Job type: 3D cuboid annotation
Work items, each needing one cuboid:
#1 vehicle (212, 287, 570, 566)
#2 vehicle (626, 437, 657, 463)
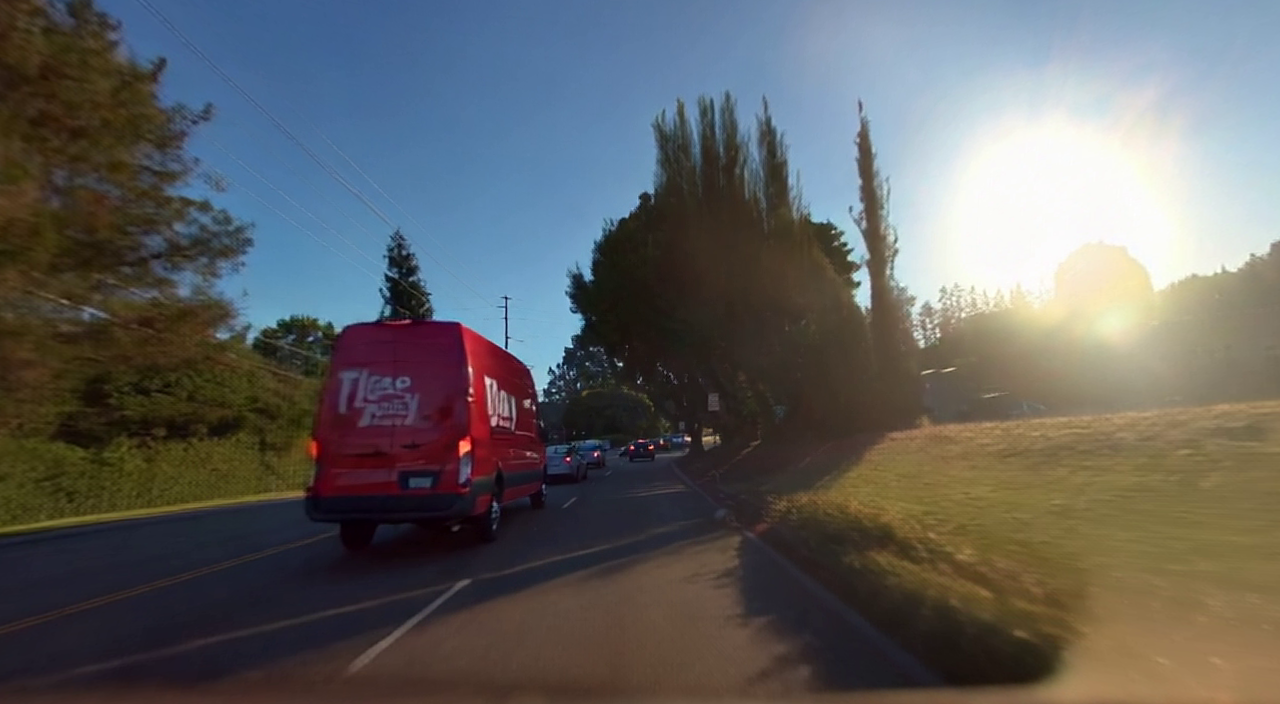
[{"bbox_3d":[-3.312,1.482,11.759,2.818,3.181,9.114,0,-9,1],"label":"vehicle"},{"bbox_3d":[0.167,7.424,47.831,2.241,1.912,4.095,0,-8,1],"label":"vehicle"}]
